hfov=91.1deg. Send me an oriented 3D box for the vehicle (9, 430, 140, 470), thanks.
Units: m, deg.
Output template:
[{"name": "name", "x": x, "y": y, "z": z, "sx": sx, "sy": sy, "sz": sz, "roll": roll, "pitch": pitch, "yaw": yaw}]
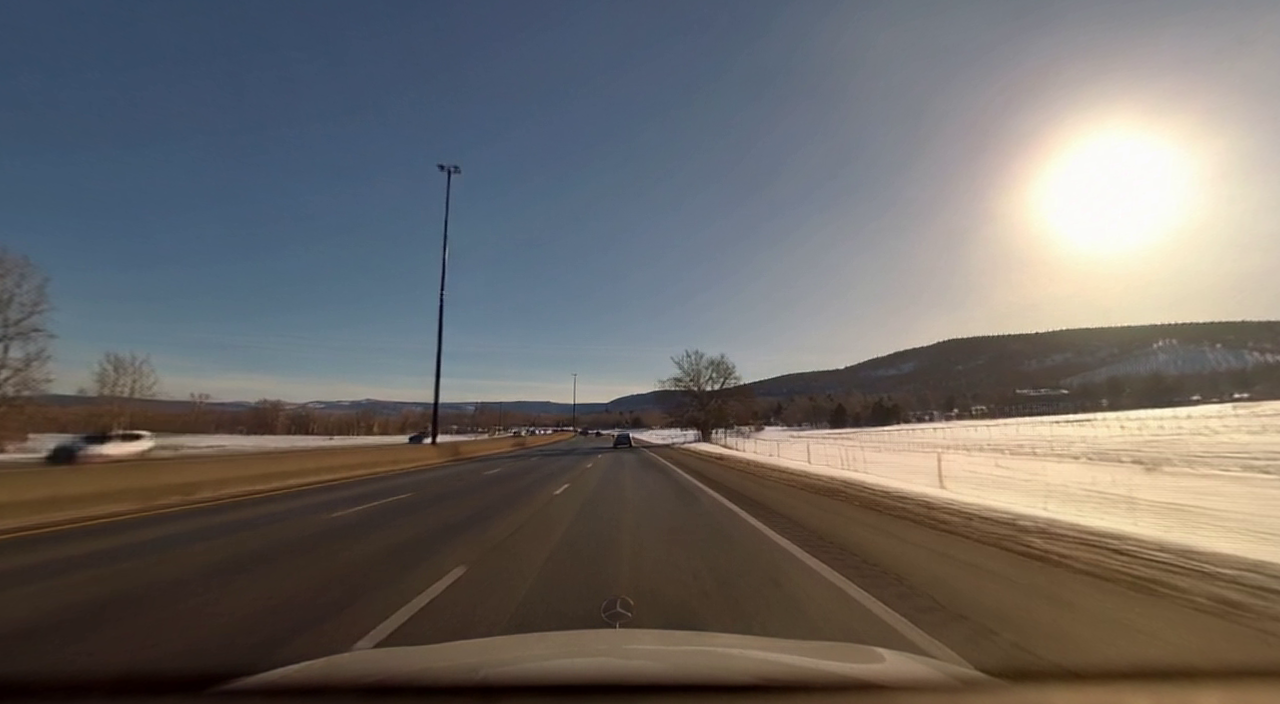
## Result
[{"name": "vehicle", "x": -23.209, "y": 4.025, "z": 26.036, "sx": 1.780, "sy": 1.487, "sz": 3.936, "roll": 0, "pitch": -8, "yaw": 0}]
